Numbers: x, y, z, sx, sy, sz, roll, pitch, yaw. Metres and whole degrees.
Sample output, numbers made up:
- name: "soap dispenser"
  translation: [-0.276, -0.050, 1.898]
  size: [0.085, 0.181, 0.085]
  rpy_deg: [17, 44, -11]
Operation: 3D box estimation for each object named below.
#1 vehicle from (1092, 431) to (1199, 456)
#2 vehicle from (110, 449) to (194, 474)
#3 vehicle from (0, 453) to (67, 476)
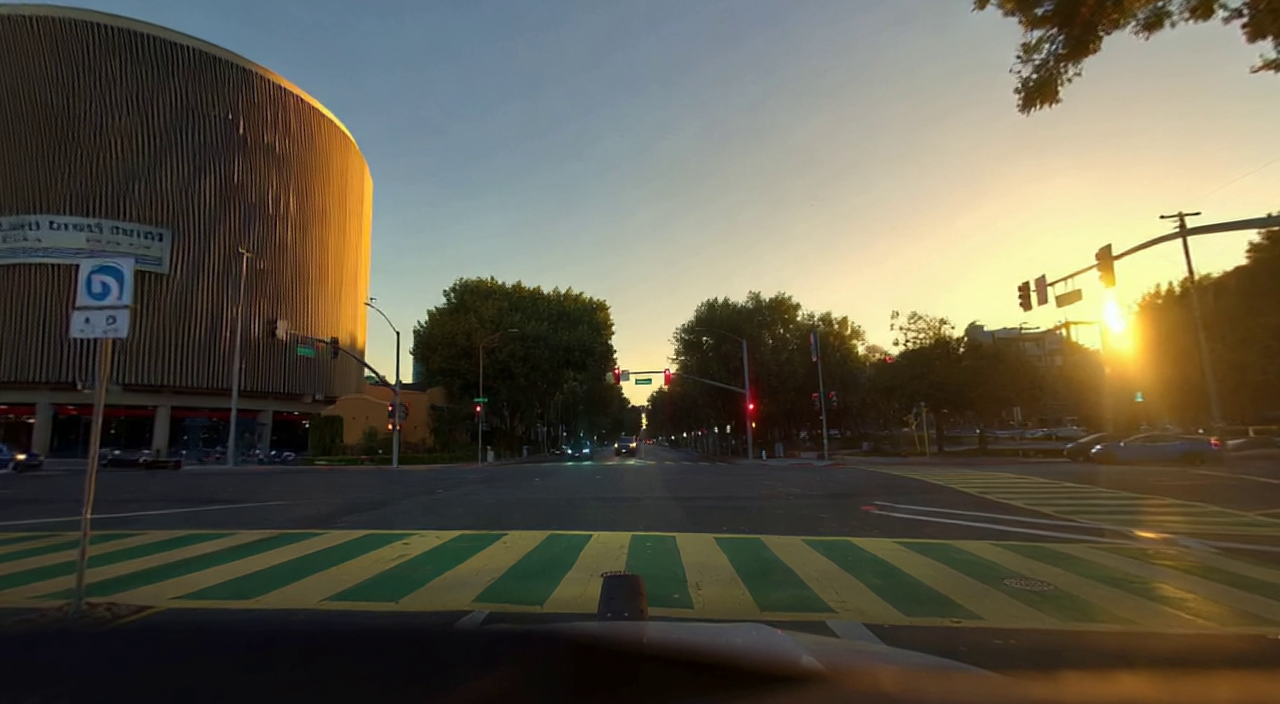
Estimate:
- name: "vehicle"
  translation: [30.081, 5.473, 37.623]
  size: [4.529, 1.457, 1.981]
  rpy_deg: [-1, -8, 3]
- name: "vehicle"
  translation: [-33.053, 7.408, 42.755]
  size: [4.136, 1.661, 1.857]
  rpy_deg: [0, -8, 1]
- name: "vehicle"
  translation: [-41.638, 7.635, 42.773]
  size: [3.698, 1.467, 1.779]
  rpy_deg: [0, -8, 1]
